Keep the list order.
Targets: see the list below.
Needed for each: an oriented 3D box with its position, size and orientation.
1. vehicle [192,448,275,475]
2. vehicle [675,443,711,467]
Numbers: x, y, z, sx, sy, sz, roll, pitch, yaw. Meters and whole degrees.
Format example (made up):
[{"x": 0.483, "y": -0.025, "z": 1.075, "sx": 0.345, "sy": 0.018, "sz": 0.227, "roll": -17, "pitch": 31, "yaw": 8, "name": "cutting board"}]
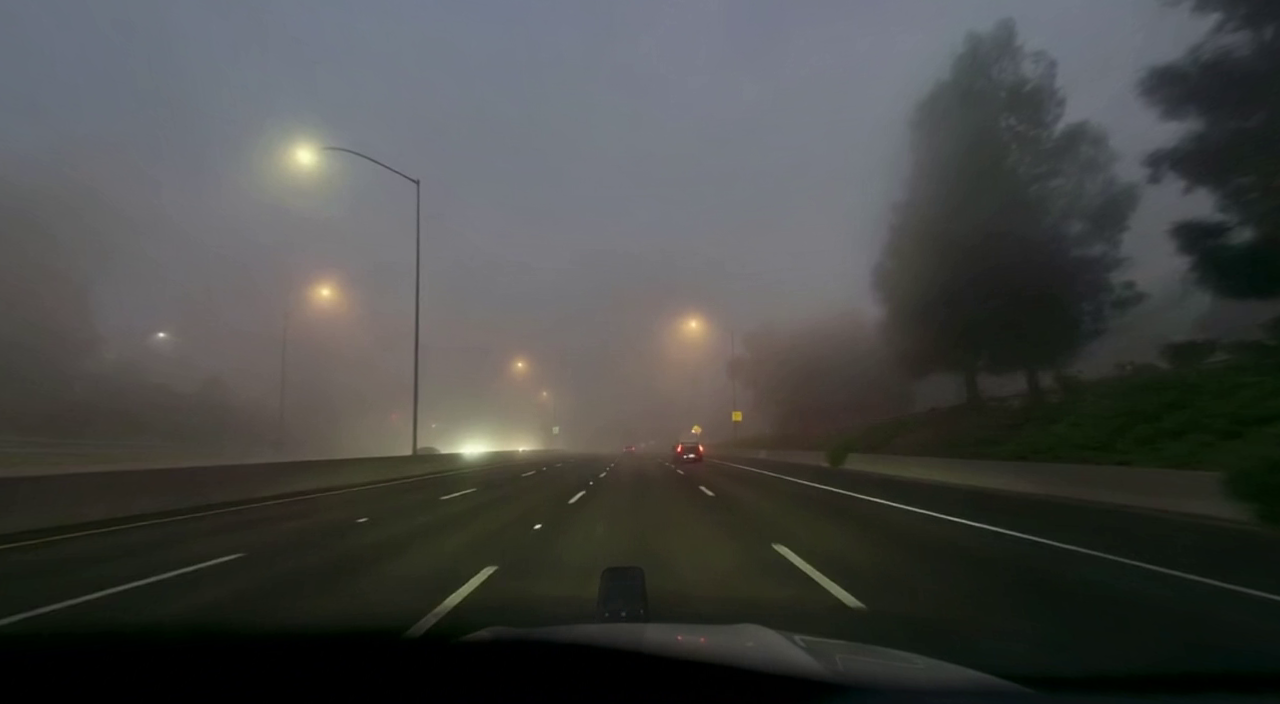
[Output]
[{"x": -24.137, "y": 6.502, "z": 37.703, "sx": 1.804, "sy": 1.469, "sz": 4.728, "roll": 0, "pitch": -9, "yaw": 0, "name": "vehicle"}, {"x": 3.449, "y": 6.762, "z": 41.672, "sx": 1.926, "sy": 1.477, "sz": 4.025, "roll": 0, "pitch": -8, "yaw": -2, "name": "vehicle"}]
